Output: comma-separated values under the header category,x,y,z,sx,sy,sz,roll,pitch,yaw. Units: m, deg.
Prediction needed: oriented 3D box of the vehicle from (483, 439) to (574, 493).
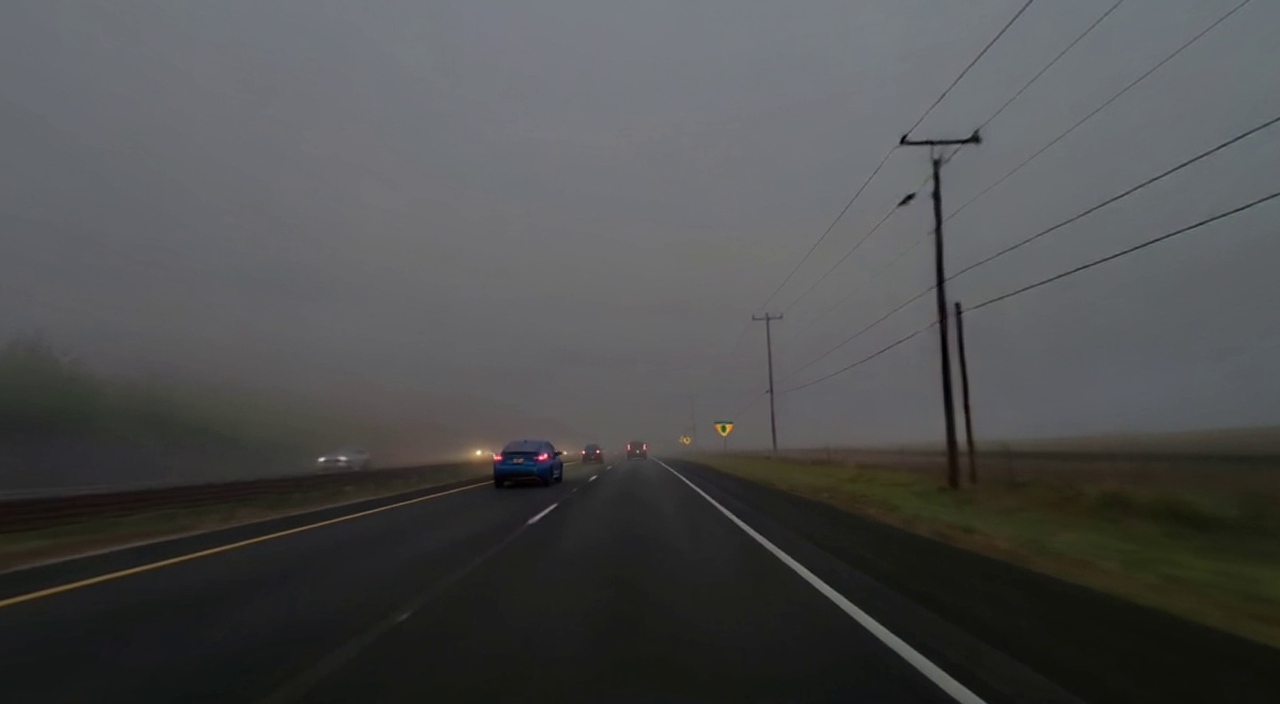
category,x,y,z,sx,sy,sz,roll,pitch,yaw
vehicle,-3.665,3.858,21.692,2.120,1.597,4.810,0,-9,1

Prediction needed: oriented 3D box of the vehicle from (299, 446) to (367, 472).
category,x,y,z,sx,sy,sz,roll,pitch,yaw
vehicle,-20.857,7.284,43.046,2.024,1.685,4.992,0,-9,1
